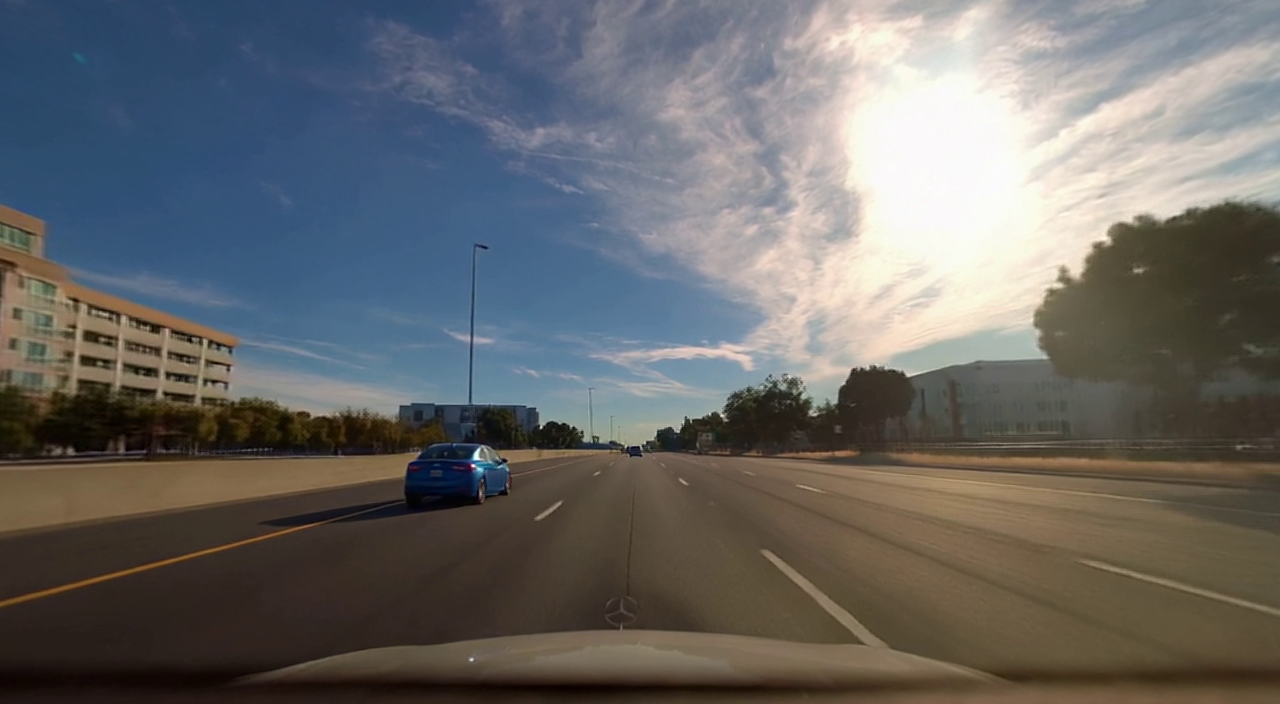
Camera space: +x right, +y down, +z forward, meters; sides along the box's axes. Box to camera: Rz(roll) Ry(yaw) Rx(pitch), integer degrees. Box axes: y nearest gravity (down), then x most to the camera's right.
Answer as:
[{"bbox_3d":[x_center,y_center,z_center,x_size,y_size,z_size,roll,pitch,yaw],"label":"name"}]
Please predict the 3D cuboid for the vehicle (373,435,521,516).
[{"bbox_3d":[-4.069,2.667,14.204,1.900,1.492,4.495,0,-9,0],"label":"vehicle"}]
